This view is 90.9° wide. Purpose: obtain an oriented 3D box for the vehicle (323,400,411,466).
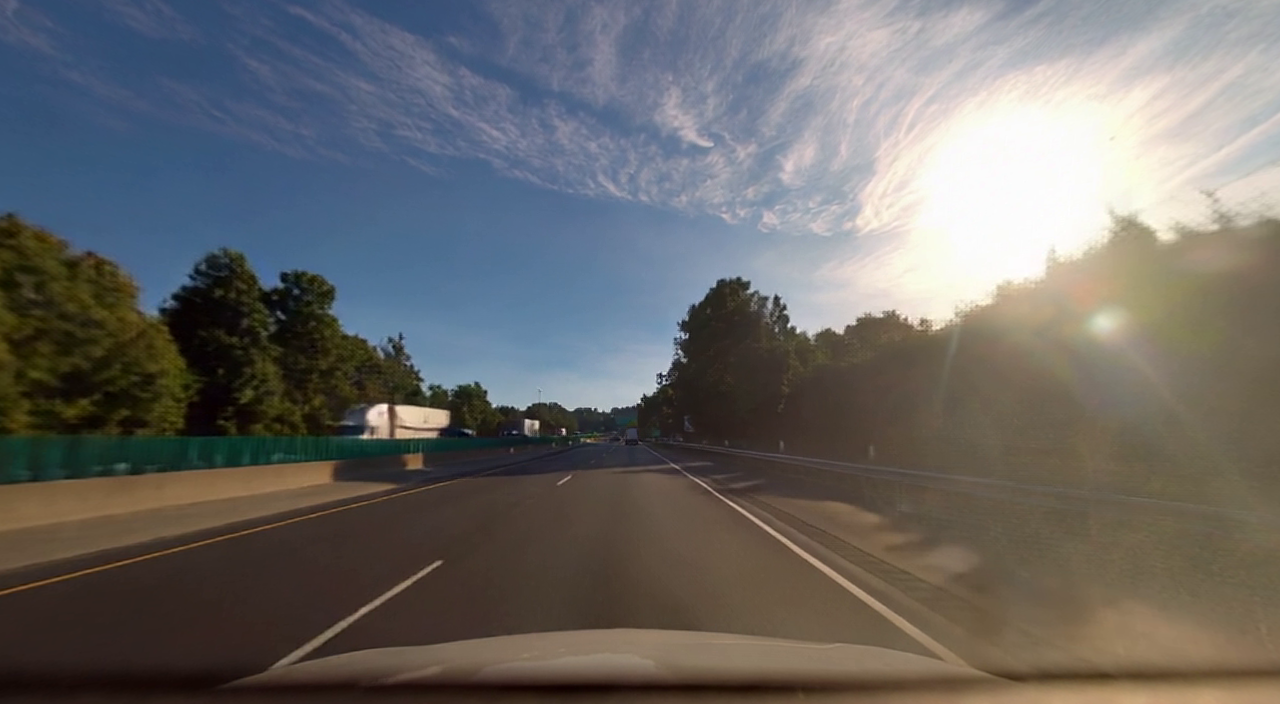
[{"bbox_3d":[-17.513,5.260,40.927,3.002,3.931,5.809,0,-8,0],"label":"vehicle"}]
